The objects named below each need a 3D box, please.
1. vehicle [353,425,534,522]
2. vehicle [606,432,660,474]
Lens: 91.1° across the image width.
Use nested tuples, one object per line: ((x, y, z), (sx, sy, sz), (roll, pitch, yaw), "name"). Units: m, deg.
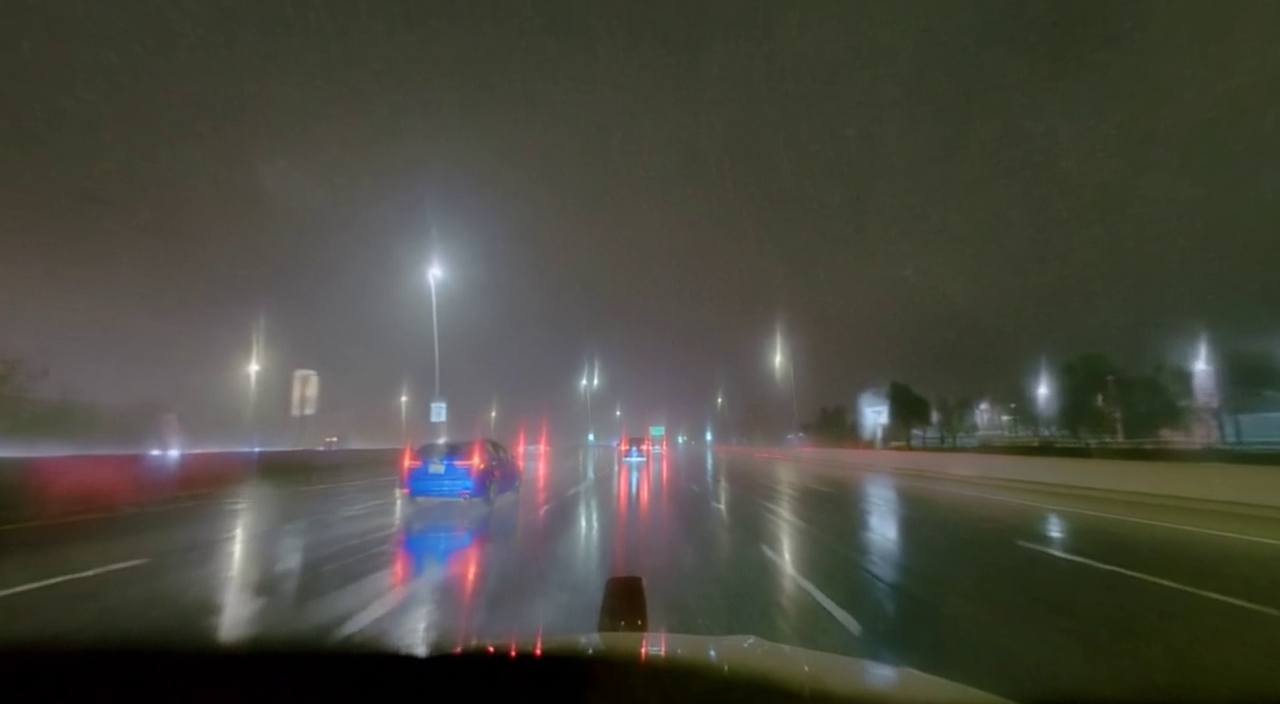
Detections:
((-3.659, 2.358, 12.754), (2.124, 1.607, 4.531), (0, -8, 1), "vehicle")
((-0.234, 4.387, 27.406), (2.155, 1.690, 4.318), (0, -8, 1), "vehicle")
